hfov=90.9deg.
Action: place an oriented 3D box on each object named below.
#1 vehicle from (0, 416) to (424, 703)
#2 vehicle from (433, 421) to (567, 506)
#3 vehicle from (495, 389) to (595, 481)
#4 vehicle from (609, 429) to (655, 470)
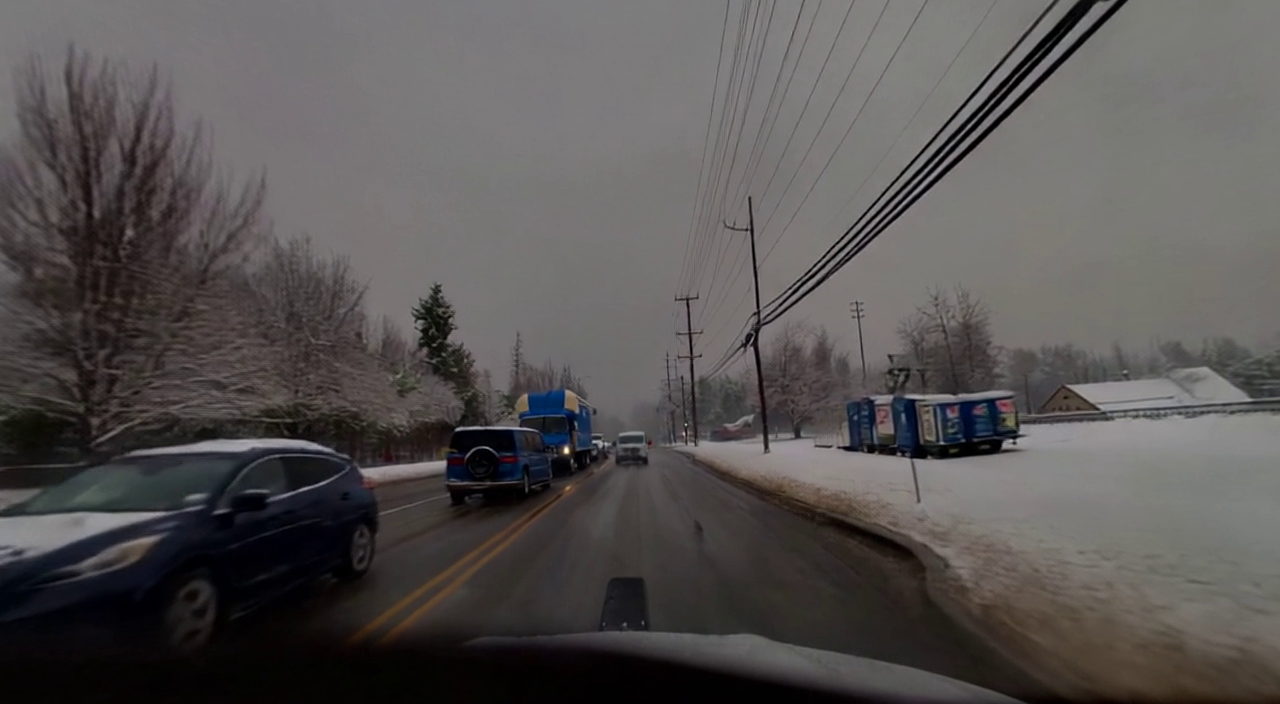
[{"bbox_3d":[-3.391,1.319,4.710,1.966,1.466,4.473,0,-8,0],"label":"vehicle"},{"bbox_3d":[-3.291,2.749,15.958,2.187,1.821,4.748,0,-8,1],"label":"vehicle"},{"bbox_3d":[-3.804,3.665,27.490,3.120,3.393,7.945,0,-8,0],"label":"vehicle"},{"bbox_3d":[-0.380,4.818,31.162,2.117,1.861,4.095,0,-8,-1],"label":"vehicle"}]
